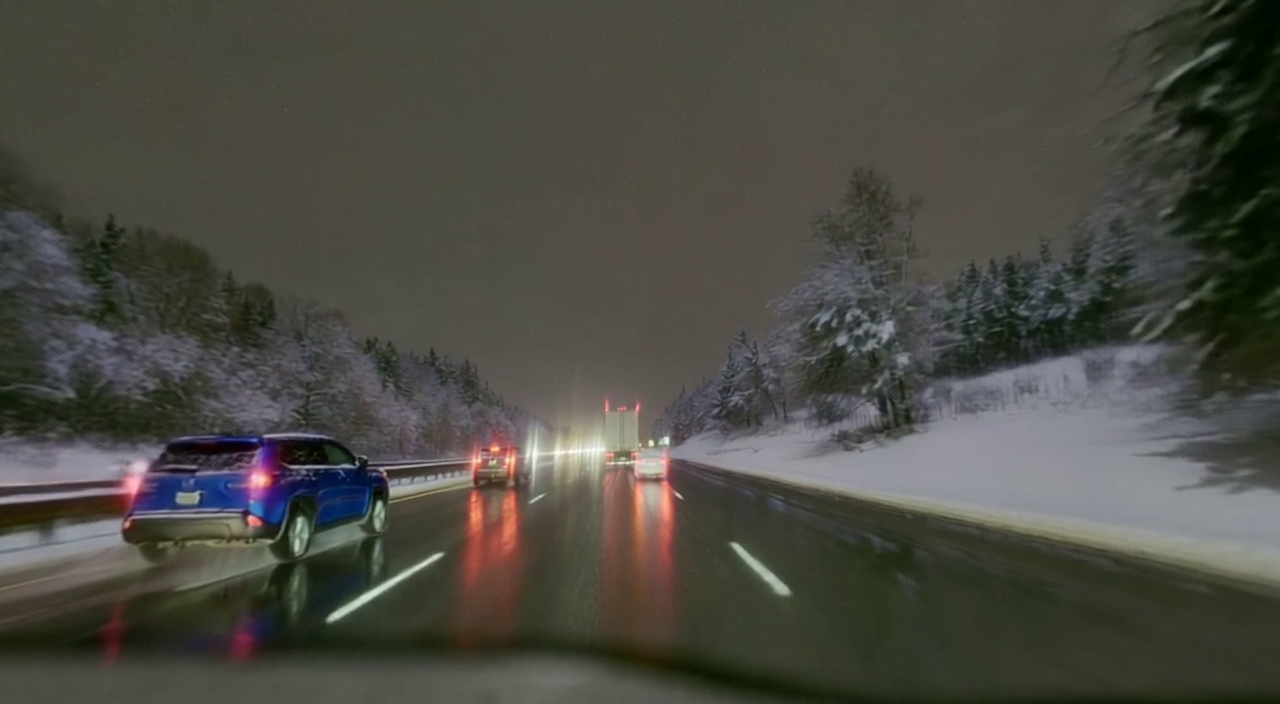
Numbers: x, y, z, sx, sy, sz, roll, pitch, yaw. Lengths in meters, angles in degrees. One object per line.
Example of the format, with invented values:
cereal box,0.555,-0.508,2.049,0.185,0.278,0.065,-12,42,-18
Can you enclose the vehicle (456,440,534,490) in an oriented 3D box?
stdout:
vehicle,-5.353,4.228,23.762,2.035,1.664,4.064,0,-9,-1

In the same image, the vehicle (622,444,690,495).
vehicle,0.456,3.838,20.823,2.026,1.489,4.045,0,-9,-1

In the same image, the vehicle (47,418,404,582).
vehicle,-5.084,1.849,8.617,2.100,1.671,4.105,0,-9,-1

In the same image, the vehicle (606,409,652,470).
vehicle,-0.953,6.746,47.688,3.113,4.066,10.786,0,-9,-2
